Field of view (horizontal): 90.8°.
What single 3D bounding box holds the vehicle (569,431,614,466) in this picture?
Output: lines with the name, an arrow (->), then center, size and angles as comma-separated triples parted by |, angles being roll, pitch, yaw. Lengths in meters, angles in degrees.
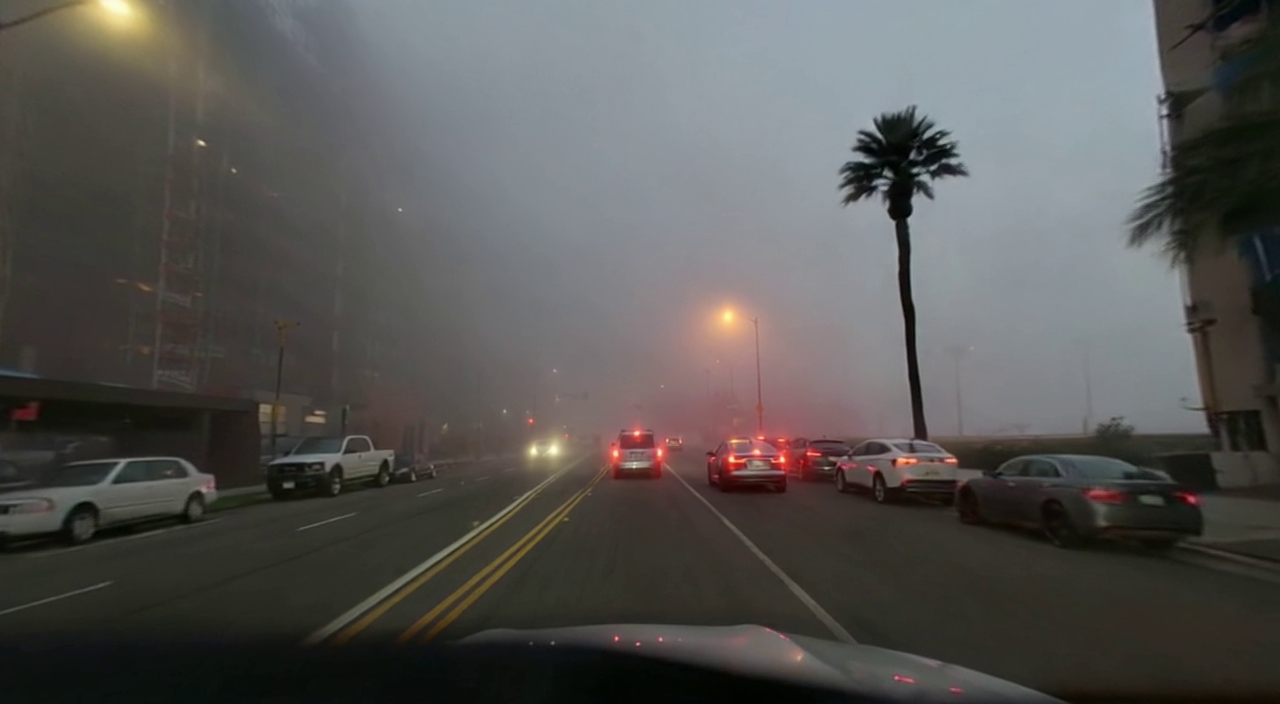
vehicle -> -2.675, 5.453, 35.802 | 2.180, 1.879, 4.452 | 0, -8, 0

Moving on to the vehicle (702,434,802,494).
vehicle -> 3.030, 3.115, 17.979 | 1.999, 1.487, 3.939 | 0, -8, -2

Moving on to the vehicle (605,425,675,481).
vehicle -> -0.013, 3.601, 22.682 | 2.264, 1.798, 4.258 | 0, -8, 0

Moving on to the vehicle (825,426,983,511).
vehicle -> 6.313, 2.829, 15.804 | 1.886, 1.792, 4.525 | 0, -8, -1

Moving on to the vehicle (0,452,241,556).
vehicle -> -9.923, 2.656, 11.864 | 1.804, 1.478, 4.734 | 0, -8, -1

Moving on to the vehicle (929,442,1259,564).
vehicle -> 6.445, 2.128, 9.781 | 1.819, 1.435, 4.337 | 0, -8, -1

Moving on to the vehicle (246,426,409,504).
vehicle -> -10.031, 3.747, 21.003 | 2.294, 1.948, 6.025 | -6, -10, 0

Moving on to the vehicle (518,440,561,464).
vehicle -> -6.501, 6.515, 41.346 | 2.020, 1.486, 4.363 | 0, -8, 0
